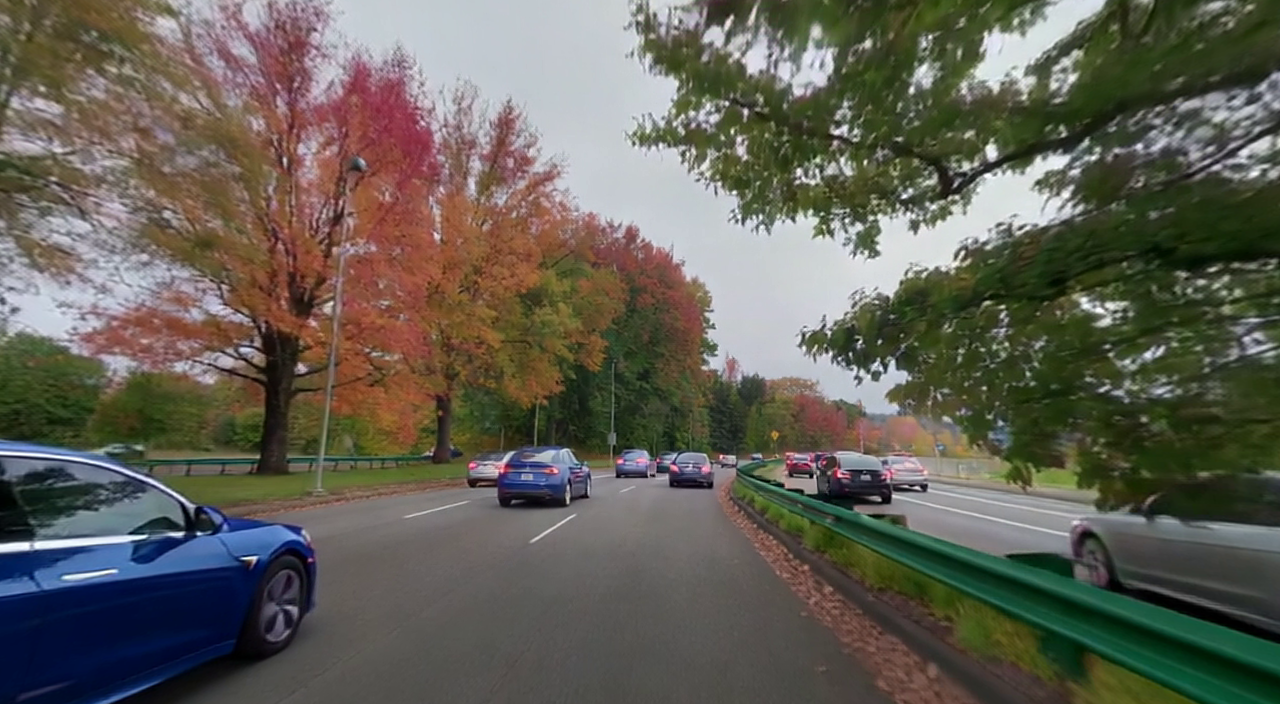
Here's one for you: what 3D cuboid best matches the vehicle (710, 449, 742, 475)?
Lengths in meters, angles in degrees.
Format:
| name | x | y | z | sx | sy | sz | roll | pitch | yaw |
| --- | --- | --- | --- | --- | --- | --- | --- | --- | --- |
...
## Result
| name | x | y | z | sx | sy | sz | roll | pitch | yaw |
| --- | --- | --- | --- | --- | --- | --- | --- | --- | --- |
| vehicle | 6.125 | 7.707 | 44.440 | 1.977 | 1.704 | 3.841 | -1 | -9 | 11 |

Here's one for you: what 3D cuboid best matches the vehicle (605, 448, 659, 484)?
| name | x | y | z | sx | sy | sz | roll | pitch | yaw |
| --- | --- | --- | --- | --- | --- | --- | --- | --- | --- |
| vehicle | -0.316 | 5.530 | 30.903 | 1.930 | 1.635 | 4.260 | -1 | -9 | 9 |

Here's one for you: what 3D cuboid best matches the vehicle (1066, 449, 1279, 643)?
| name | x | y | z | sx | sy | sz | roll | pitch | yaw |
| --- | --- | --- | --- | --- | --- | --- | --- | --- | --- |
| vehicle | 6.018 | 1.572 | 5.118 | 1.869 | 1.516 | 4.753 | 0 | -9 | 1 |

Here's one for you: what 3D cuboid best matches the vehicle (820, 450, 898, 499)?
| name | x | y | z | sx | sy | sz | roll | pitch | yaw |
| --- | --- | --- | --- | --- | --- | --- | --- | --- | --- |
| vehicle | 8.035 | 4.480 | 23.476 | 1.768 | 1.634 | 4.064 | 0 | -9 | 5 |

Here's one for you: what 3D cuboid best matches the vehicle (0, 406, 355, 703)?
| name | x | y | z | sx | sy | sz | roll | pitch | yaw |
| --- | --- | --- | --- | --- | --- | --- | --- | --- | --- |
| vehicle | -3.354 | 1.037 | 2.904 | 1.921 | 1.503 | 4.317 | 0 | -9 | 2 |

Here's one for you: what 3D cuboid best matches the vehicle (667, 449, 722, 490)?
| name | x | y | z | sx | sy | sz | roll | pitch | yaw |
| --- | --- | --- | --- | --- | --- | --- | --- | --- | --- |
| vehicle | 2.328 | 4.737 | 25.850 | 2.015 | 1.506 | 4.276 | -1 | -9 | 8 |

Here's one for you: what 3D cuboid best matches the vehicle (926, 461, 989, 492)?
| name | x | y | z | sx | sy | sz | roll | pitch | yaw |
| --- | --- | --- | --- | --- | --- | --- | --- | --- | --- |
| vehicle | 17.670 | 6.939 | 35.270 | 1.816 | 1.481 | 4.422 | -1 | -9 | 8 |

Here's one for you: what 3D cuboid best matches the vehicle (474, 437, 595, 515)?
| name | x | y | z | sx | sy | sz | roll | pitch | yaw |
| --- | --- | --- | --- | --- | --- | --- | --- | --- | --- |
| vehicle | -2.495 | 3.076 | 16.147 | 1.979 | 1.663 | 4.513 | 0 | -9 | 5 |

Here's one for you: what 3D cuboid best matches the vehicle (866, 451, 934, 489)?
| name | x | y | z | sx | sy | sz | roll | pitch | yaw |
| --- | --- | --- | --- | --- | --- | --- | --- | --- | --- |
| vehicle | 13.319 | 6.041 | 32.619 | 2.121 | 1.777 | 4.755 | -1 | -9 | 9 |
